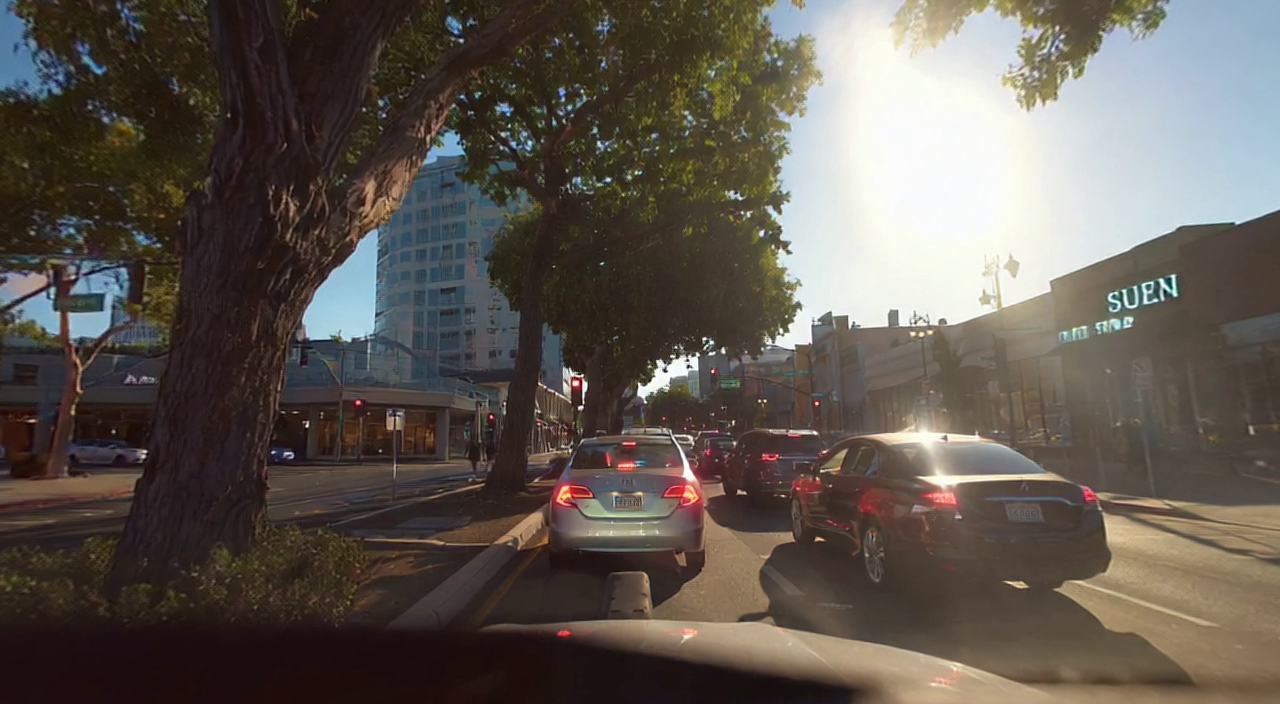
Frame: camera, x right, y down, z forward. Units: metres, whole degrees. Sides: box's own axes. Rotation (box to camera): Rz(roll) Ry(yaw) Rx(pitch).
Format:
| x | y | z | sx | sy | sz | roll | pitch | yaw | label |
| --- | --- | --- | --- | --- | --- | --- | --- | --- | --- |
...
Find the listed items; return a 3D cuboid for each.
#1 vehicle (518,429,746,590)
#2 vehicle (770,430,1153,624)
| x | y | z | sx | sy | sz | roll | pitch | yaw | label |
| --- | --- | --- | --- | --- | --- | --- | --- | --- | --- |
| -0.091 | 1.758 | 7.933 | 2.087 | 1.456 | 4.143 | 0 | -8 | 0 | vehicle |
| 2.906 | 1.650 | 6.997 | 1.893 | 1.446 | 4.270 | 0 | -8 | -2 | vehicle |
